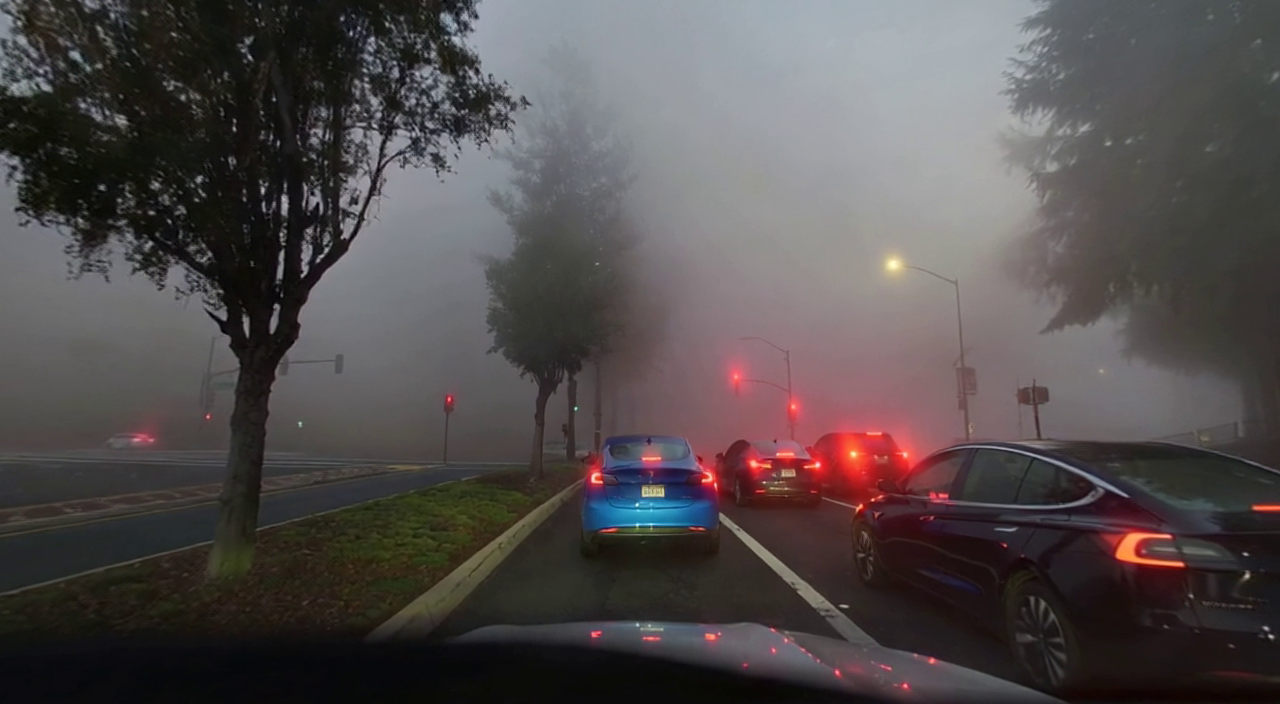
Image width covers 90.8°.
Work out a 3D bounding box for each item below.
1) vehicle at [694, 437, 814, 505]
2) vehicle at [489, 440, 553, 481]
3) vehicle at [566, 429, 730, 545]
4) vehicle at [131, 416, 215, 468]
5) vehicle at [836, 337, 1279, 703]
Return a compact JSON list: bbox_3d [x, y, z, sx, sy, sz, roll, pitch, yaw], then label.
[{"bbox_3d":[2.692,2.933,16.029,2.058,1.466,4.208,0,-8,-3],"label":"vehicle"},{"bbox_3d":[-4.638,4.289,25.248,1.972,1.457,4.171,0,-8,-4],"label":"vehicle"},{"bbox_3d":[0.025,2.084,10.460,2.147,1.499,4.240,0,-8,-2],"label":"vehicle"},{"bbox_3d":[-29.251,5.627,39.700,2.608,2.990,3.026,2,-8,3],"label":"vehicle"},{"bbox_3d":[3.180,1.105,4.297,2.167,1.676,4.443,0,-8,-1],"label":"vehicle"}]
